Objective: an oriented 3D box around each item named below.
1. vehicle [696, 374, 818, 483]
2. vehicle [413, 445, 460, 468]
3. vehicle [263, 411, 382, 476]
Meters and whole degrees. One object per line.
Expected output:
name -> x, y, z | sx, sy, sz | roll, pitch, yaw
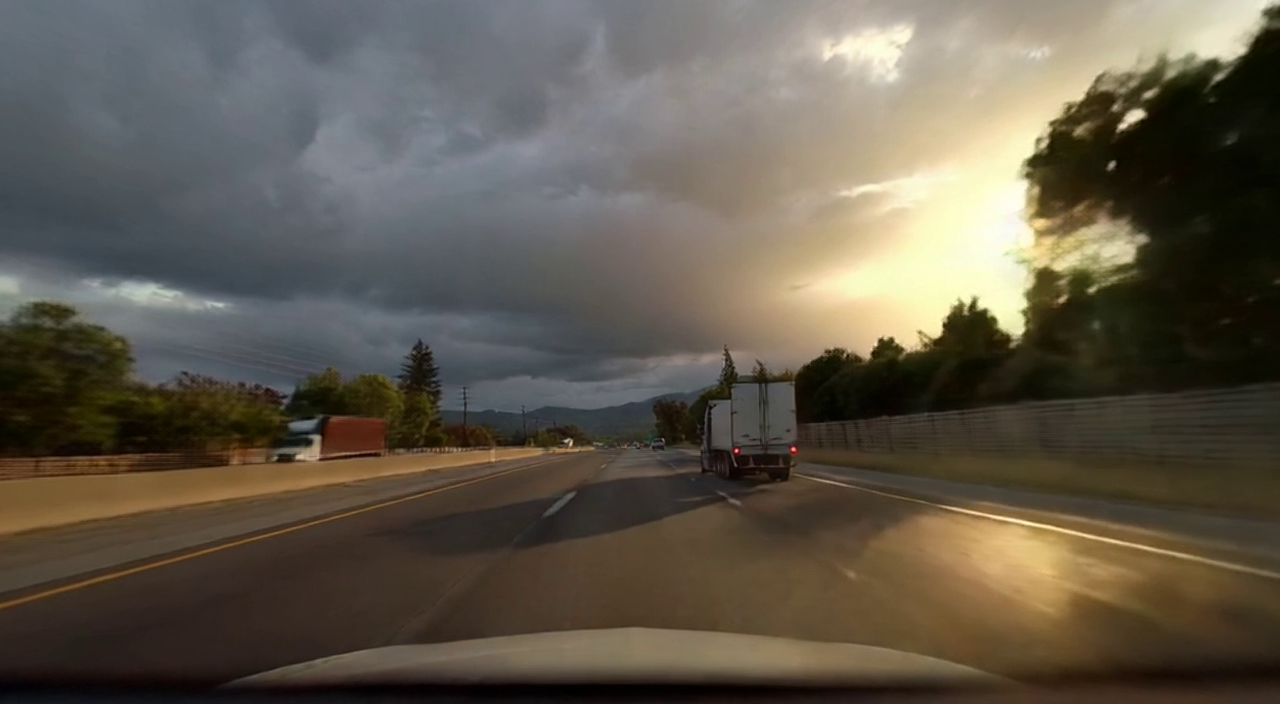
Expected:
vehicle -> 3.972, 2.902, 23.427 | 2.766, 3.349, 7.796 | 0, -8, -2
vehicle -> -13.643, 7.014, 42.469 | 1.780, 1.443, 4.176 | -1, -8, 0
vehicle -> -20.796, 6.087, 42.112 | 2.955, 3.760, 9.717 | -1, -8, -1
